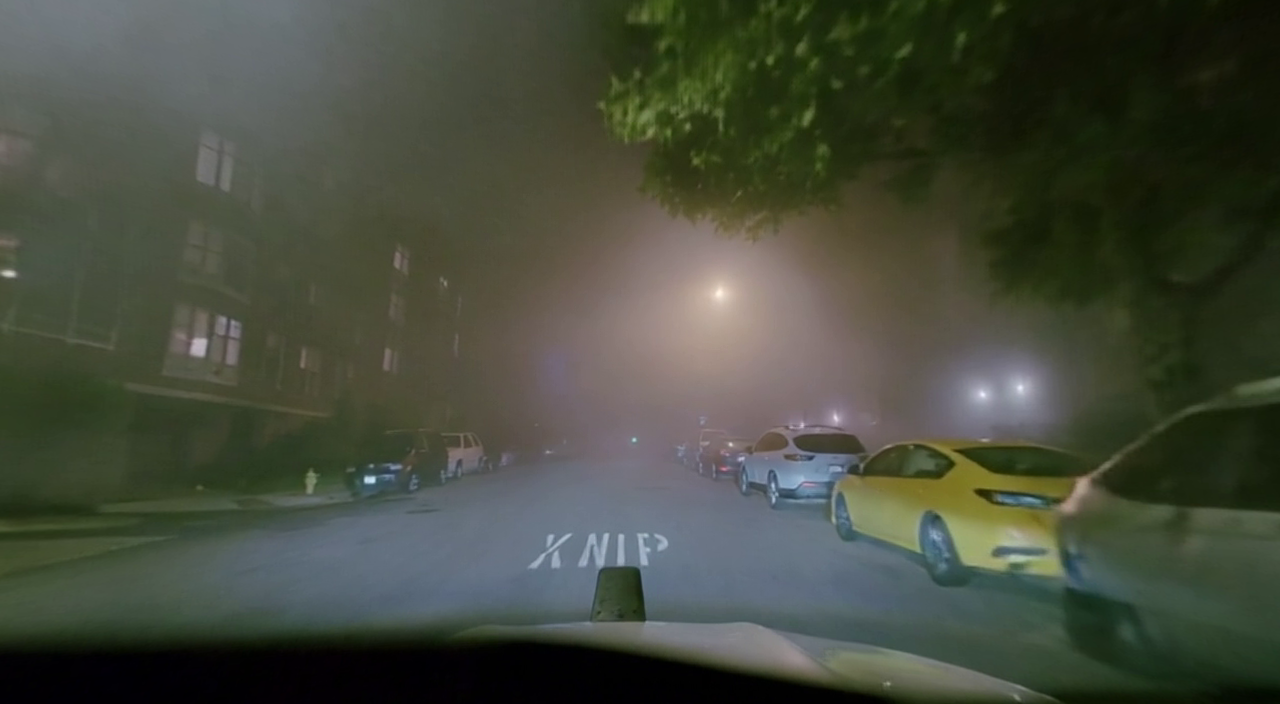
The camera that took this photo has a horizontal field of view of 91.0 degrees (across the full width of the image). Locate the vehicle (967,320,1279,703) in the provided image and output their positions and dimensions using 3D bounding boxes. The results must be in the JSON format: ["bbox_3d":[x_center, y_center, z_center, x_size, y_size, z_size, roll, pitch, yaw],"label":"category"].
[{"bbox_3d":[4.119,0.771,2.366,2.365,1.970,6.011,0,-9,-2],"label":"vehicle"}]

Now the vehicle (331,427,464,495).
[{"bbox_3d":[-7.668,3.587,20.697,2.384,1.781,5.492,-3,-10,-2],"label":"vehicle"}]
